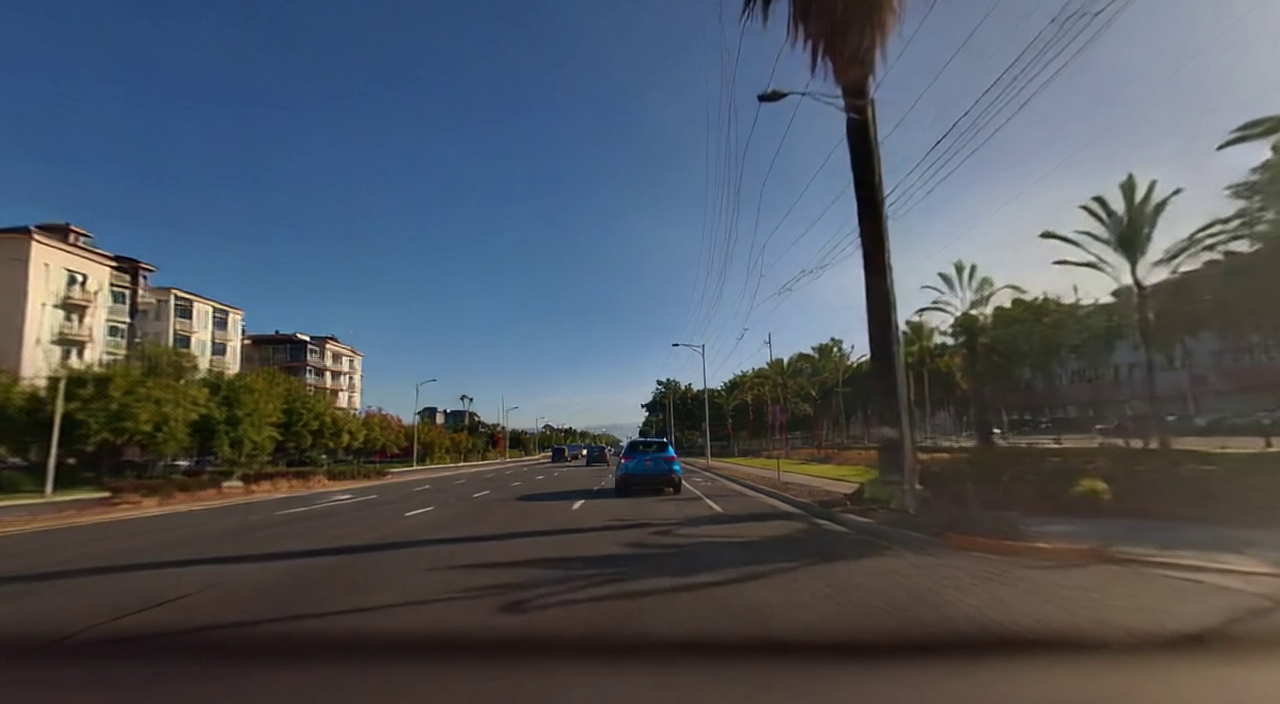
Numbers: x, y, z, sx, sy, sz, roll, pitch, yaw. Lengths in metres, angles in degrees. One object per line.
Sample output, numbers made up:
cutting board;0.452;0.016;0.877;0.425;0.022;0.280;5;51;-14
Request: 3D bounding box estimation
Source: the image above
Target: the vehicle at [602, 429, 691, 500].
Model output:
vehicle;0.142;3.095;17.682;2.198;1.706;4.166;0;-9;-1
